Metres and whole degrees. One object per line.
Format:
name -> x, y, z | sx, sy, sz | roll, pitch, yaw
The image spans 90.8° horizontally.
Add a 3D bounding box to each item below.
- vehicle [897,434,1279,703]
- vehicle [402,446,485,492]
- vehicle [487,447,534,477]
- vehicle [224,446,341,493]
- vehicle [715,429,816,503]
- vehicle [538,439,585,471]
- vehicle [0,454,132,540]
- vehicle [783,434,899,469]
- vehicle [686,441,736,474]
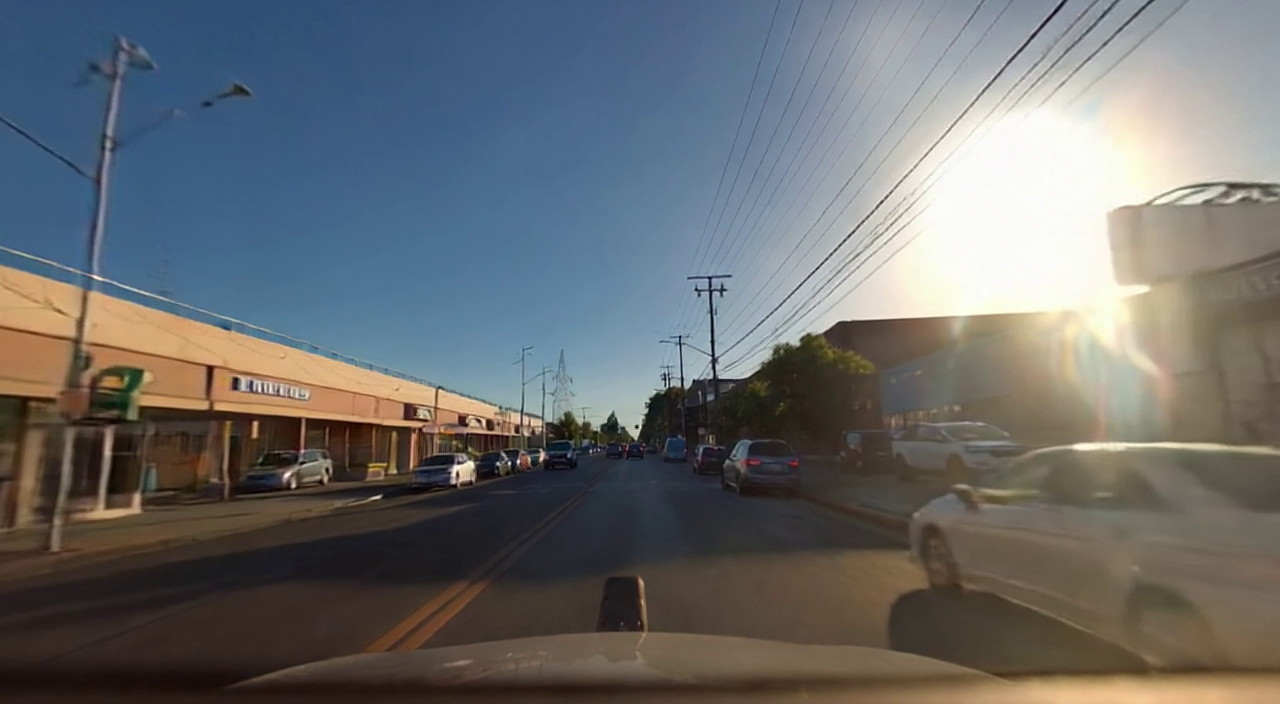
vehicle -> 3.589, 1.292, 4.128 | 1.866, 1.439, 4.482 | 0, -9, -1
vehicle -> -8.398, 4.991, 27.544 | 2.113, 1.665, 5.062 | 0, -7, -2
vehicle -> -8.223, 6.991, 40.508 | 1.791, 1.622, 5.056 | -2, -7, 2
vehicle -> -14.792, 4.857, 26.569 | 1.969, 1.741, 5.148 | 0, -9, -1
vehicle -> 3.484, 3.302, 18.540 | 2.025, 1.843, 4.883 | -1, -9, 1
vehicle -> -5.092, 6.714, 41.365 | 2.152, 1.918, 4.217 | -3, -8, 5
vehicle -> -13.892, 2.942, 12.869 | 5.266, 1.506, 2.246 | -2, -8, 3
vehicle -> 9.885, 4.934, 31.293 | 5.084, 1.641, 1.848 | 0, -9, -1
vehicle -> 3.627, 5.537, 33.291 | 2.136, 1.586, 4.919 | 0, -9, 1
